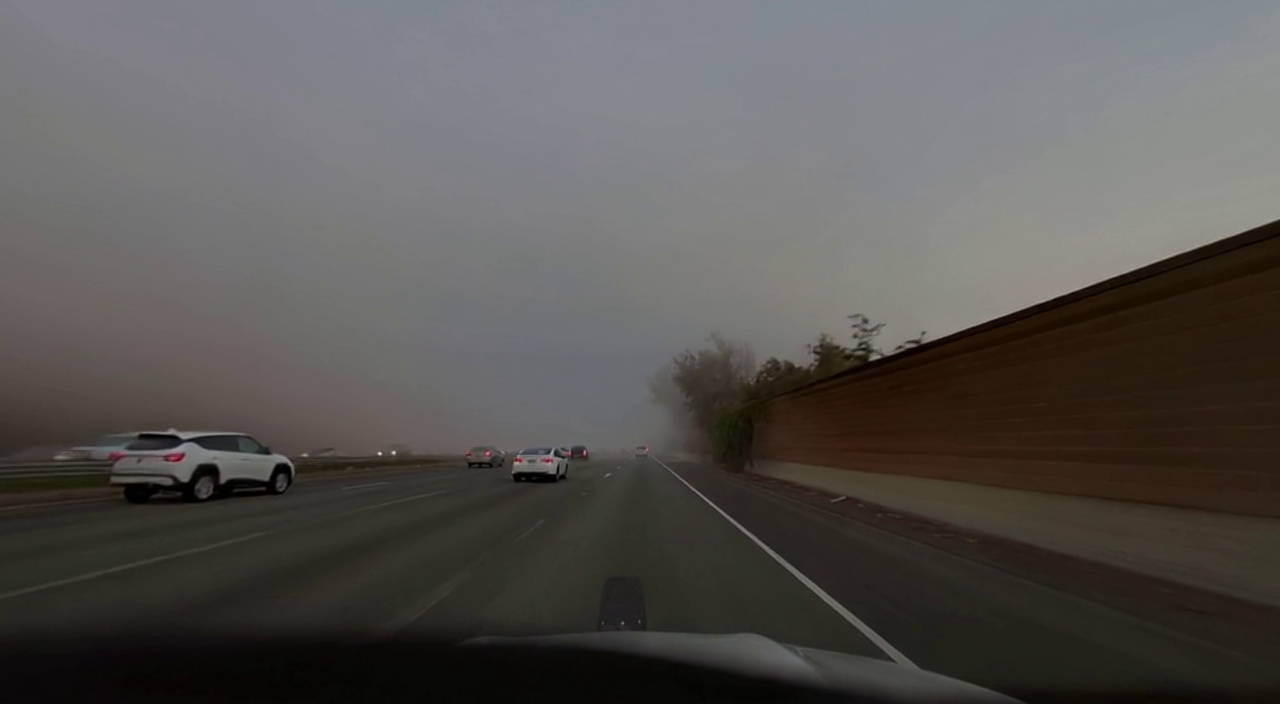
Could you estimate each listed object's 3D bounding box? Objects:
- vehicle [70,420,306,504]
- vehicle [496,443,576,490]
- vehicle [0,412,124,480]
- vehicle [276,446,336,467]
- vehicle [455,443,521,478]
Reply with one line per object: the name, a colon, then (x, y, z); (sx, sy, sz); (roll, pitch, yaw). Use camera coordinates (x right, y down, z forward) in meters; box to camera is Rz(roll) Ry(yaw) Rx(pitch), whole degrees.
vehicle: (-11.277, 2.790, 16.364); (2.207, 1.834, 5.255); (0, -8, 0)
vehicle: (-3.589, 4.039, 22.603); (1.945, 1.484, 4.803); (0, -8, 1)
vehicle: (-25.171, 3.921, 26.121); (2.246, 2.525, 5.956); (0, -8, 0)
vehicle: (-24.938, 7.802, 47.099); (1.924, 1.523, 4.484); (0, -8, 1)
vehicle: (-7.018, 5.038, 29.412); (1.942, 1.502, 4.216); (0, -8, 1)
